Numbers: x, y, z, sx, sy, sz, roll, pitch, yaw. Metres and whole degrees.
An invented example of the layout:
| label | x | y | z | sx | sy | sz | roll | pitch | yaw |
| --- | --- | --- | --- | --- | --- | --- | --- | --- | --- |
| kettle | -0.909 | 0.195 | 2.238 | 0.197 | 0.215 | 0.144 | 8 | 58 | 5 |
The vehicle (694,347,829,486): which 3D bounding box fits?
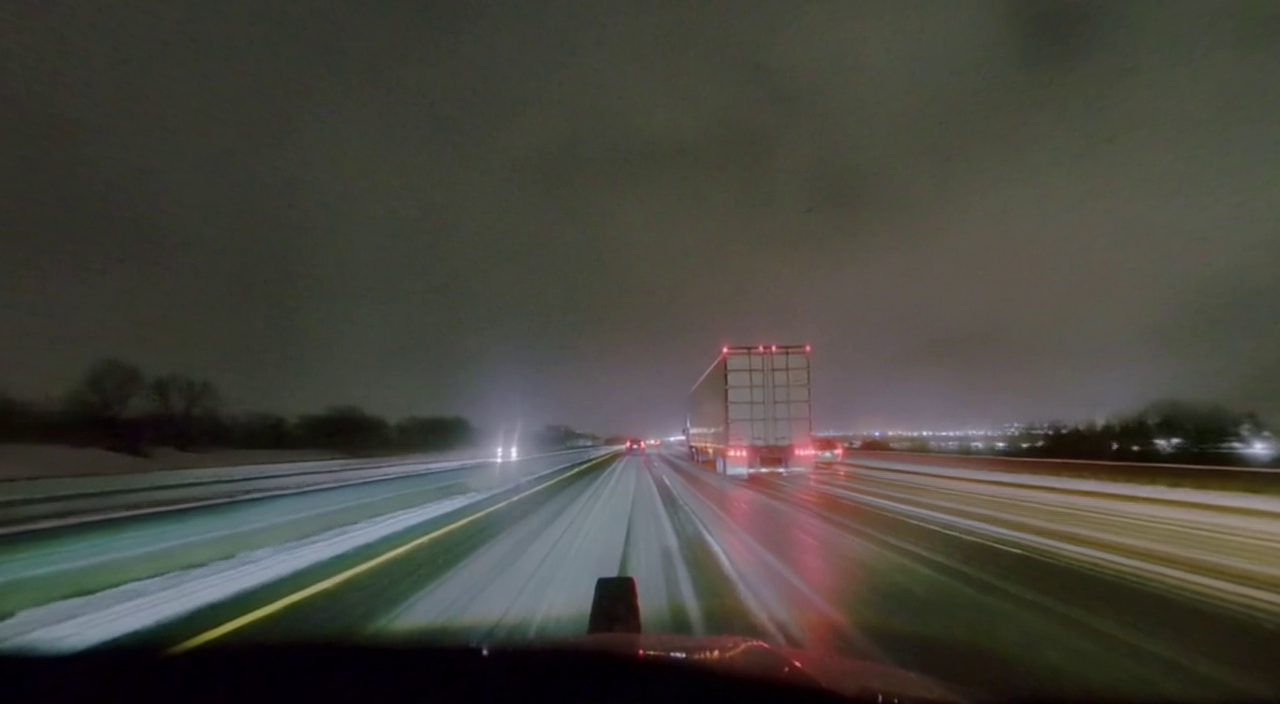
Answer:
| label | x | y | z | sx | sy | sz | roll | pitch | yaw |
| --- | --- | --- | --- | --- | --- | --- | --- | --- | --- |
| vehicle | 4.126 | 2.771 | 25.199 | 2.966 | 4.072 | 13.408 | 0 | -8 | 1 |
